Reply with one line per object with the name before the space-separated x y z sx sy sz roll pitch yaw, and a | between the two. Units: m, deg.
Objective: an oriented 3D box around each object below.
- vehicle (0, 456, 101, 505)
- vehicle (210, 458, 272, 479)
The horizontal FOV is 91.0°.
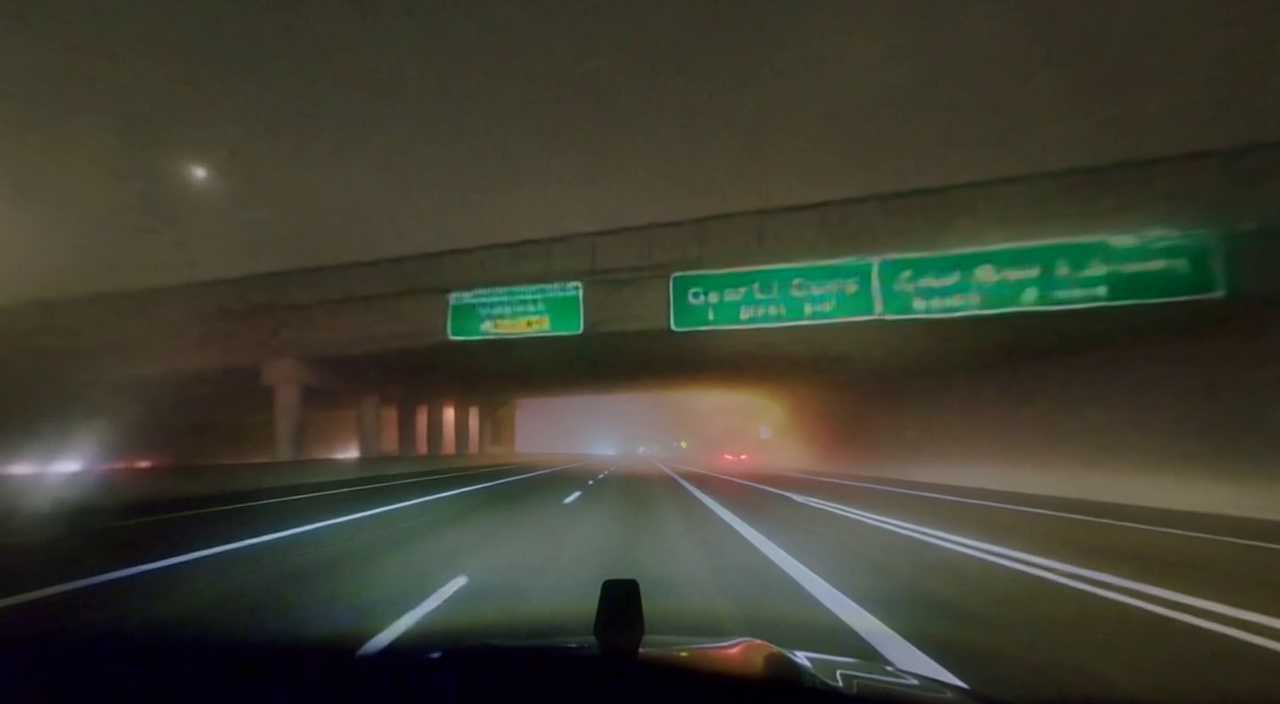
vehicle | -21.583 4.366 21.637 1.877 1.533 4.700 0 -9 1
vehicle | -31.076 9.061 49.155 1.908 1.519 4.564 0 -9 -1
